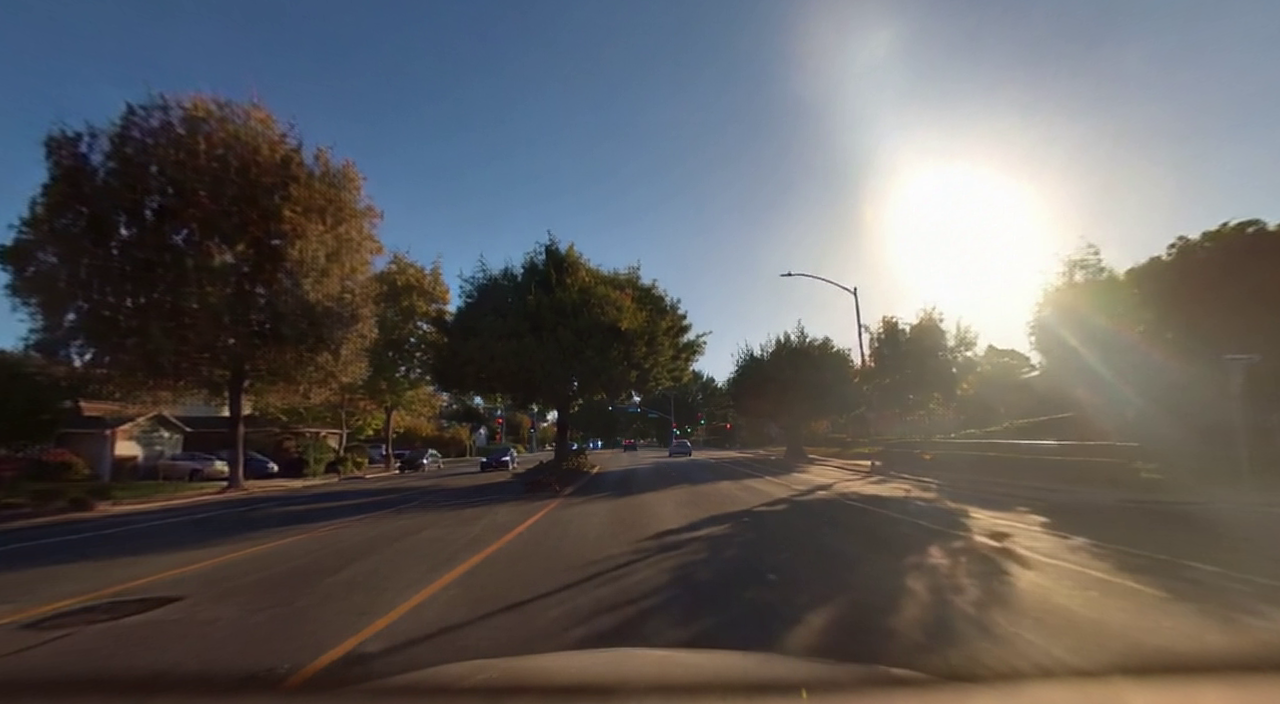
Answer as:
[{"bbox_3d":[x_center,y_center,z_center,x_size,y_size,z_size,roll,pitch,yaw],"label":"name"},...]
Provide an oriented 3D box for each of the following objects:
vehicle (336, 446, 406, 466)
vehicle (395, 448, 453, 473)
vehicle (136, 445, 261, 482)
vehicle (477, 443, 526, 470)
[{"bbox_3d":[-20.374,7.881,47.975,4.464,1.453,1.931,0,-9,-1],"label":"vehicle"},{"bbox_3d":[-13.649,6.865,40.182,1.992,1.453,4.439,0,-8,2],"label":"vehicle"},{"bbox_3d":[-20.670,5.225,29.718,4.354,1.676,1.905,0,-9,-2],"label":"vehicle"},{"bbox_3d":[-8.069,6.101,37.212,1.931,1.483,4.246,0,-8,0],"label":"vehicle"}]
